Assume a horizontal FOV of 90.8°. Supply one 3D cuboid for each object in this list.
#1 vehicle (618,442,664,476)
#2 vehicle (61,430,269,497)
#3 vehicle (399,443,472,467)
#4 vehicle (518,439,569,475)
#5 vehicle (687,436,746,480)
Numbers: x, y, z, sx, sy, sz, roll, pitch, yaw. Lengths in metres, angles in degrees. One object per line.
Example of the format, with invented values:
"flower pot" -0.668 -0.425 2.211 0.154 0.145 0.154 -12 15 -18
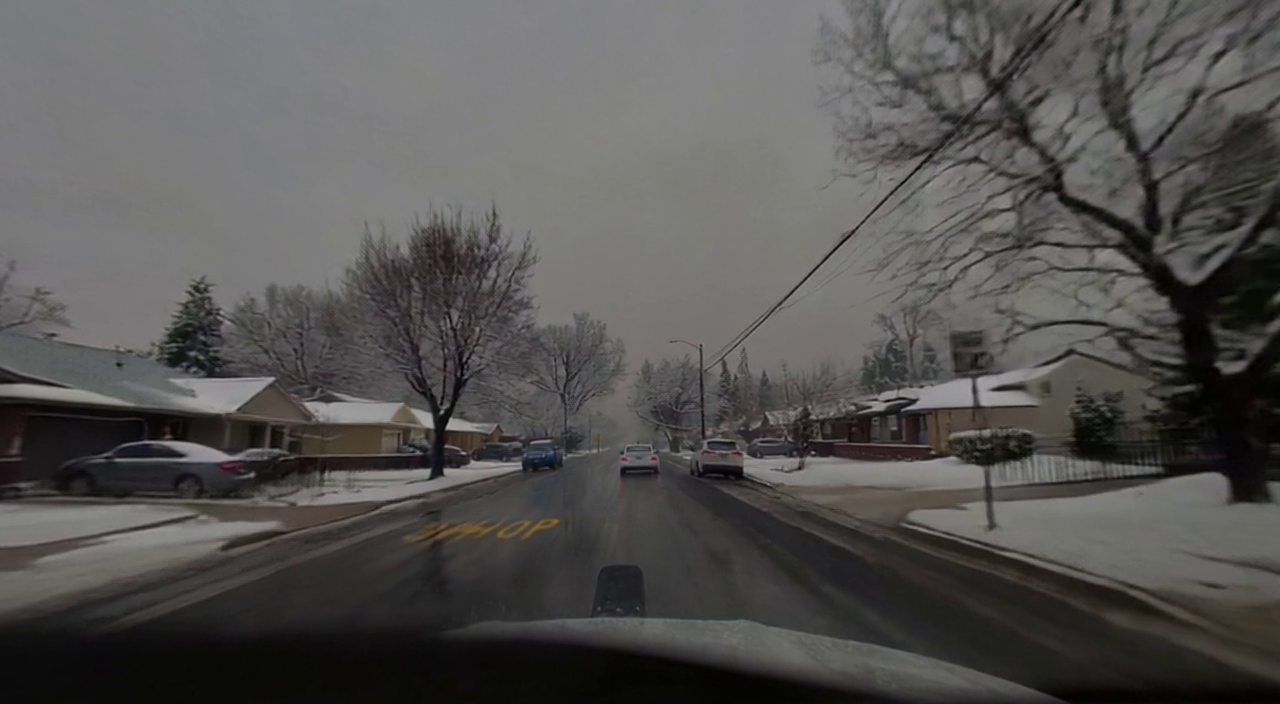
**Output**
"vehicle" 0.038 4.902 29.309 2.000 1.449 4.006 0 -8 0
"vehicle" -13.442 3.161 18.135 4.253 1.772 1.980 0 -8 -3
"vehicle" -13.328 6.751 41.435 4.129 1.523 1.839 0 -8 0
"vehicle" -5.560 6.083 37.029 2.126 1.816 4.796 -3 -8 1
"vehicle" 3.199 4.530 27.250 1.978 1.690 4.306 0 -8 -1
